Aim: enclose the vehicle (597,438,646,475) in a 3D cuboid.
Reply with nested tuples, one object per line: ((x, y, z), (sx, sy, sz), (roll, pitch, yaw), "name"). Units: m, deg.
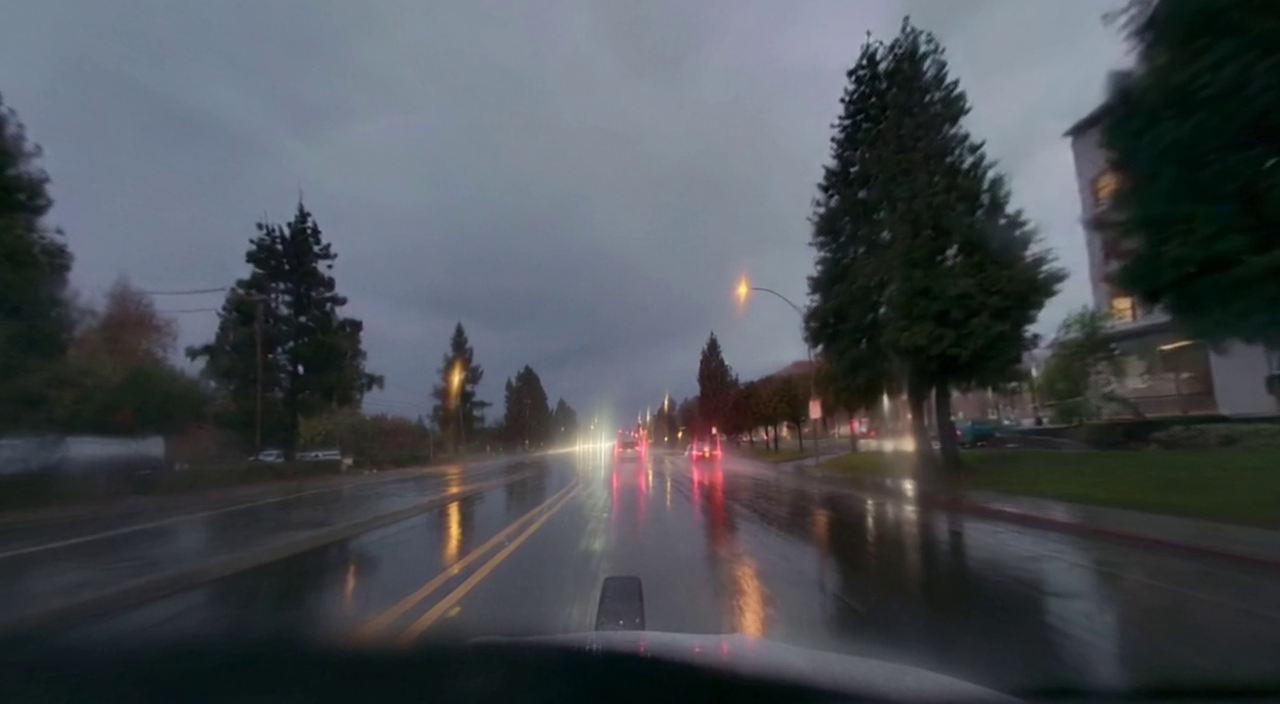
((-0.890, 5.005, 30.443), (2.181, 1.639, 4.127), (0, -9, -2), "vehicle")
